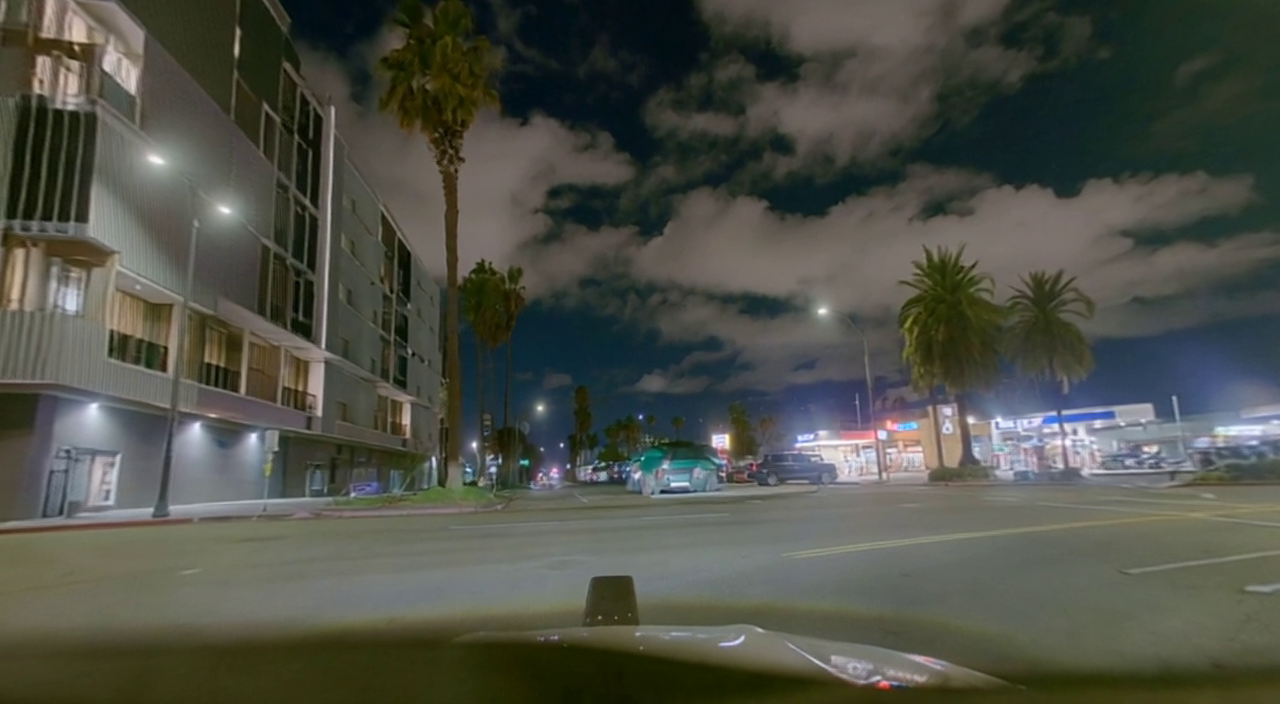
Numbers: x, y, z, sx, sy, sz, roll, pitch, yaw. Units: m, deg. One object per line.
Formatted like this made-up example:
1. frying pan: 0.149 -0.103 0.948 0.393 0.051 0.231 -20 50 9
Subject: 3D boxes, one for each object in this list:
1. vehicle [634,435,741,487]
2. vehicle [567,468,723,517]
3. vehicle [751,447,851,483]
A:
1. vehicle: 2.726 6.221 36.152 5.524 2.504 2.196 7 -8 -20
2. vehicle: 0.186 4.527 20.685 4.782 1.371 1.763 4 -10 -25
3. vehicle: 11.887 8.309 46.478 7.026 2.329 2.545 5 -8 -24
